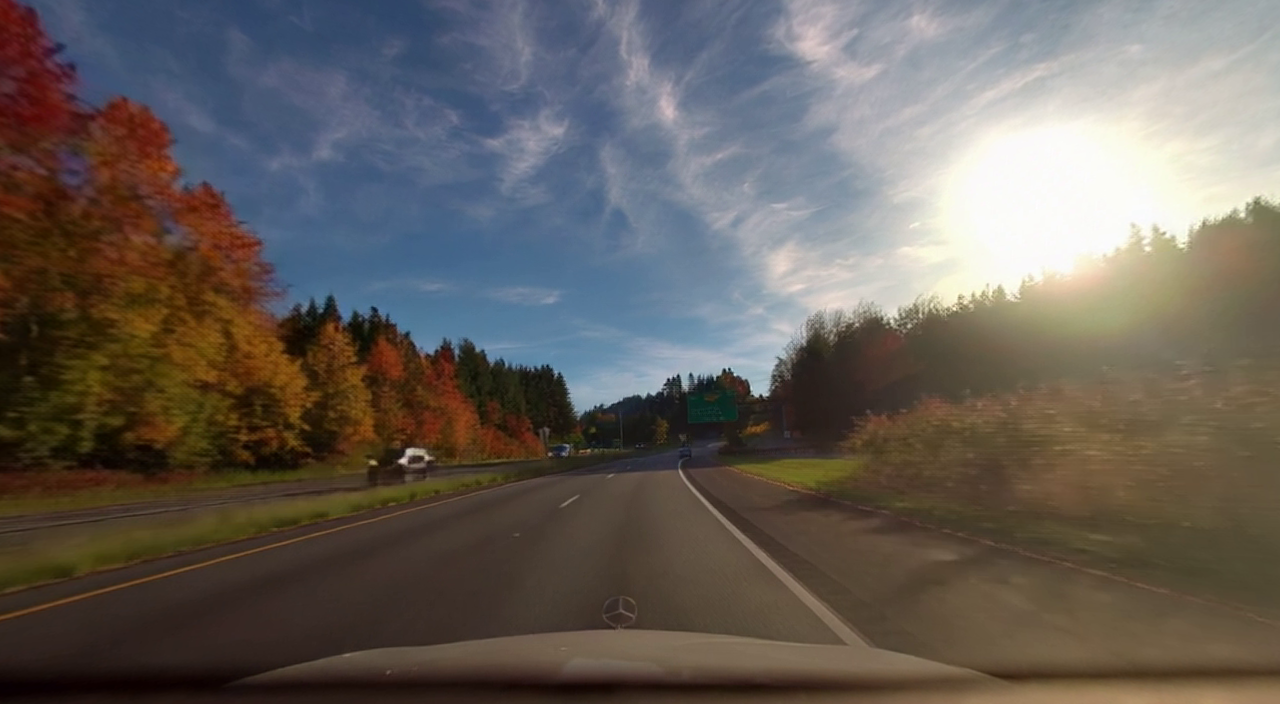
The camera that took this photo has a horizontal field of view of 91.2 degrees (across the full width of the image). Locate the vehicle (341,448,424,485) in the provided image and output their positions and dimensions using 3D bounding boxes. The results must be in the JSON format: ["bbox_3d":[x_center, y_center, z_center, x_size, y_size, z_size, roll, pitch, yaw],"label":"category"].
[{"bbox_3d":[-11.824,5.260,29.132,1.863,1.543,4.130,-1,-9,4],"label":"vehicle"}]
